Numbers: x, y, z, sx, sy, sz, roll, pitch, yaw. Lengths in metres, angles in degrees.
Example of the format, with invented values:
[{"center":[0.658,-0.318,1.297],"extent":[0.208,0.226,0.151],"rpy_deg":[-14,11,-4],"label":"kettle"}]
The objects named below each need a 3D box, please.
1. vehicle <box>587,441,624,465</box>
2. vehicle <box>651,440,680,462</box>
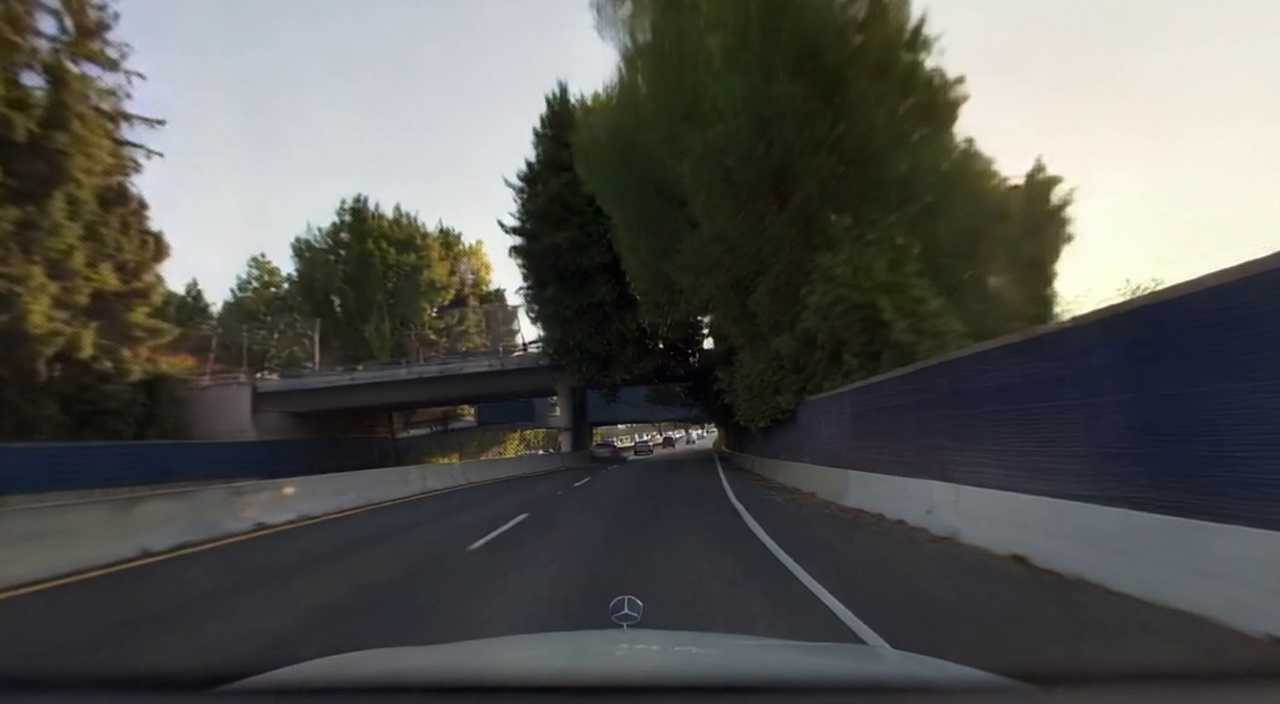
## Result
[{"center":[-2.202,6.600,41.360],"extent":[1.985,1.518,3.847],"rpy_deg":[-1,-8,4],"label":"vehicle"},{"center":[1.987,7.479,47.729],"extent":[2.077,1.533,3.854],"rpy_deg":[-1,-8,3],"label":"vehicle"}]
